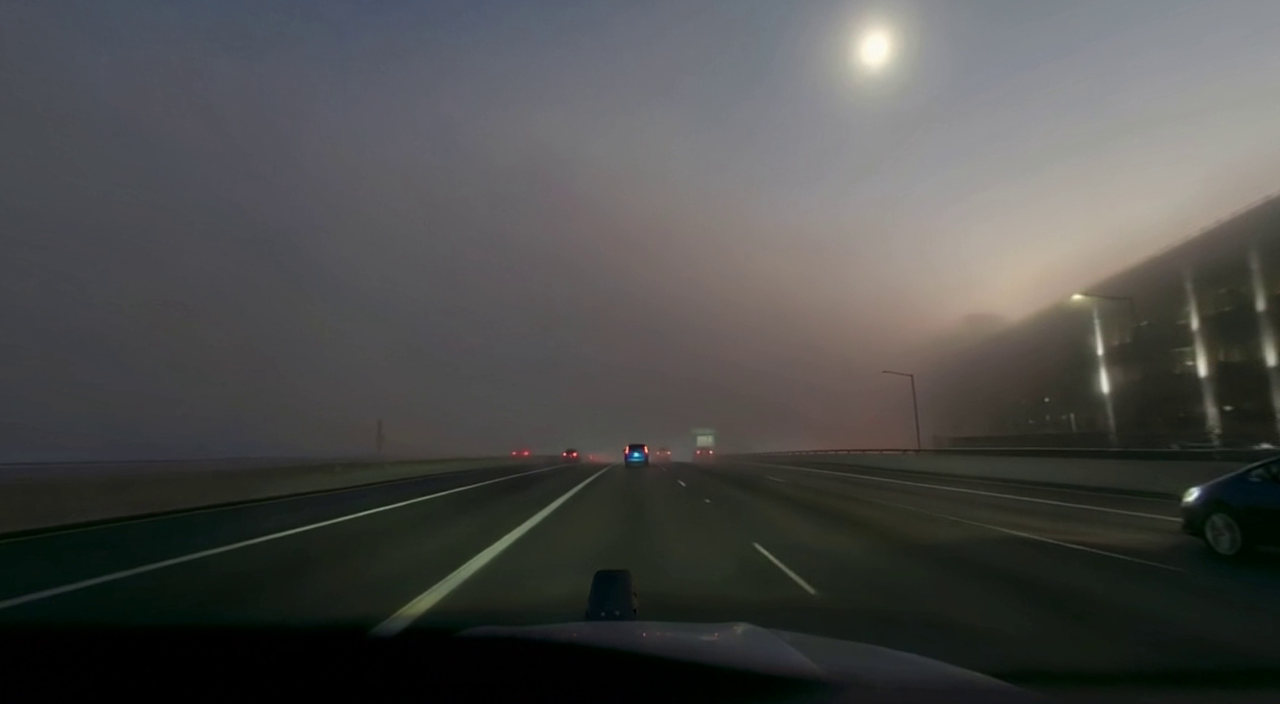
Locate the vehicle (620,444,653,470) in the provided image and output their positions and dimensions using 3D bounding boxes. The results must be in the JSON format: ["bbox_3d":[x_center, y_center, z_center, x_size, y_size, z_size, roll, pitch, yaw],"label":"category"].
[{"bbox_3d":[-0.203,6.683,40.287,2.036,1.542,3.891,0,-8,0],"label":"vehicle"}]
